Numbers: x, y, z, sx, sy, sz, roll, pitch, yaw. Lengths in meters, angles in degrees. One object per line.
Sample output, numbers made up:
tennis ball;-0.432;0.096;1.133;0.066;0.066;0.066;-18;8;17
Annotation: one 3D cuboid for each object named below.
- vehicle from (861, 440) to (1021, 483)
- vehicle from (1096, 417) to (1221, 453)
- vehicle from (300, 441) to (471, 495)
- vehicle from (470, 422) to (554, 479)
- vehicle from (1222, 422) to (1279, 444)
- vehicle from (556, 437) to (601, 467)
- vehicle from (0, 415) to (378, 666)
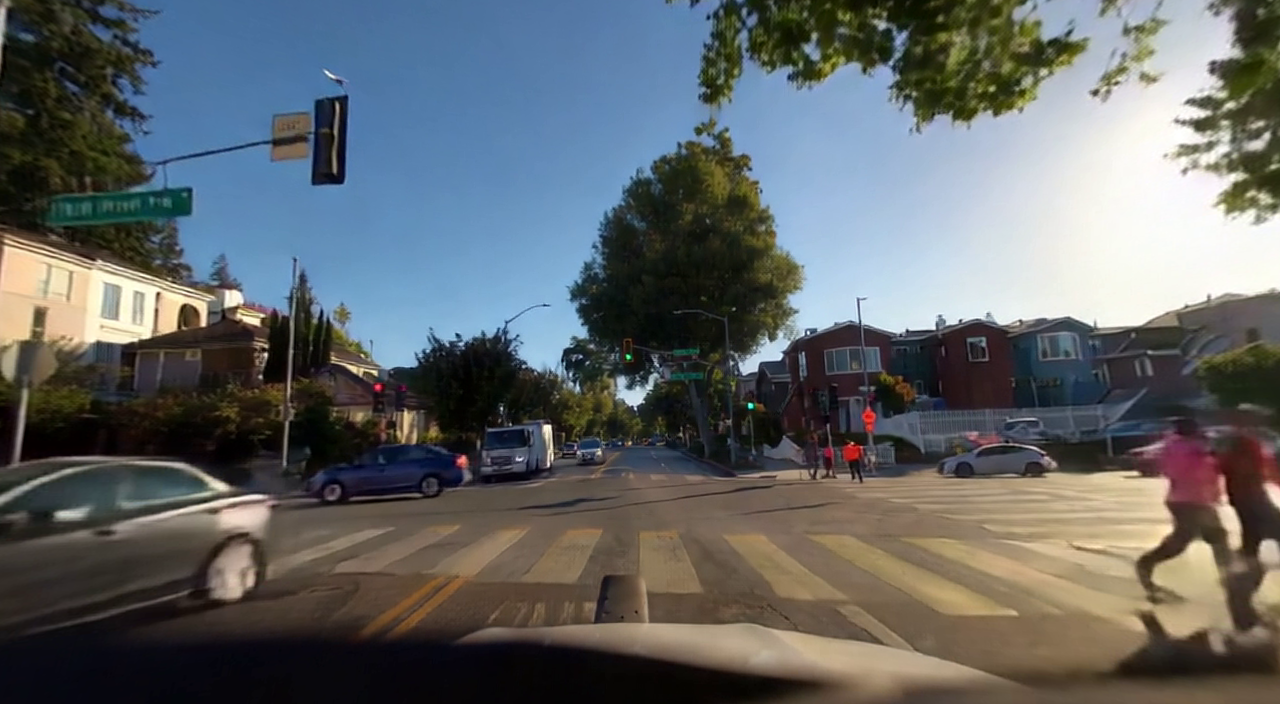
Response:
vehicle;11.235;4.085;23.828;5.158;1.470;2.012;-4;-10;26
vehicle;33.387;5.397;40.802;5.969;2.225;2.458;0;-9;-3
vehicle;-7.850;3.614;19.829;4.497;1.579;1.952;0;-9;-1
vehicle;-6.378;5.067;32.701;2.896;2.560;7.322;0;-8;-1
vehicle;46.174;5.989;46.608;4.562;1.603;1.816;0;-8;0
vehicle;-3.685;6.106;38.865;2.302;1.708;4.764;0;-9;0
vehicle;-4.829;1.450;5.587;1.979;1.630;4.771;-2;-9;16
